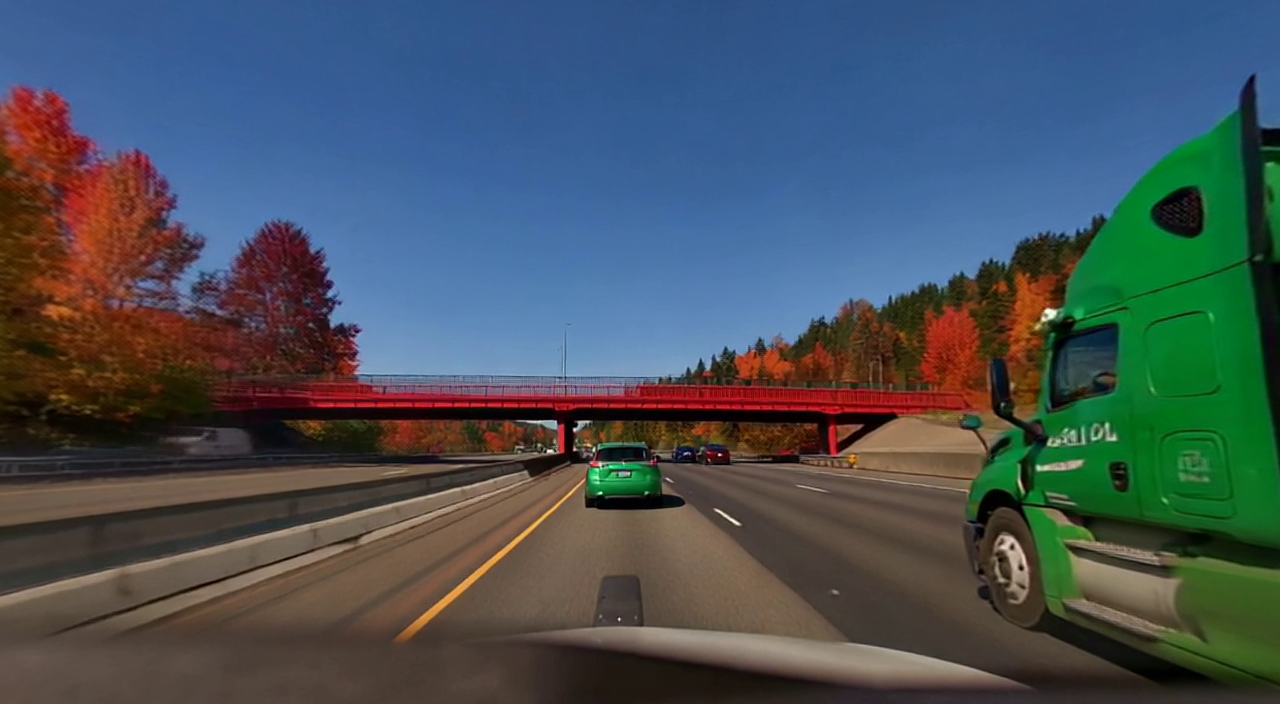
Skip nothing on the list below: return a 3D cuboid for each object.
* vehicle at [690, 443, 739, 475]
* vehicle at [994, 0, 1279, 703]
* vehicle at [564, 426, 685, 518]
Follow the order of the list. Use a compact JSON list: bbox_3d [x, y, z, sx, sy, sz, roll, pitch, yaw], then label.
[{"bbox_3d":[3.765,5.447,32.170,1.894,1.487,3.751,0,-9,-2],"label":"vehicle"},{"bbox_3d":[4.333,-0.548,0.246,2.992,3.920,8.831,0,-9,-1],"label":"vehicle"},{"bbox_3d":[-0.312,2.556,13.807,2.259,1.699,4.015,0,-9,0],"label":"vehicle"}]
